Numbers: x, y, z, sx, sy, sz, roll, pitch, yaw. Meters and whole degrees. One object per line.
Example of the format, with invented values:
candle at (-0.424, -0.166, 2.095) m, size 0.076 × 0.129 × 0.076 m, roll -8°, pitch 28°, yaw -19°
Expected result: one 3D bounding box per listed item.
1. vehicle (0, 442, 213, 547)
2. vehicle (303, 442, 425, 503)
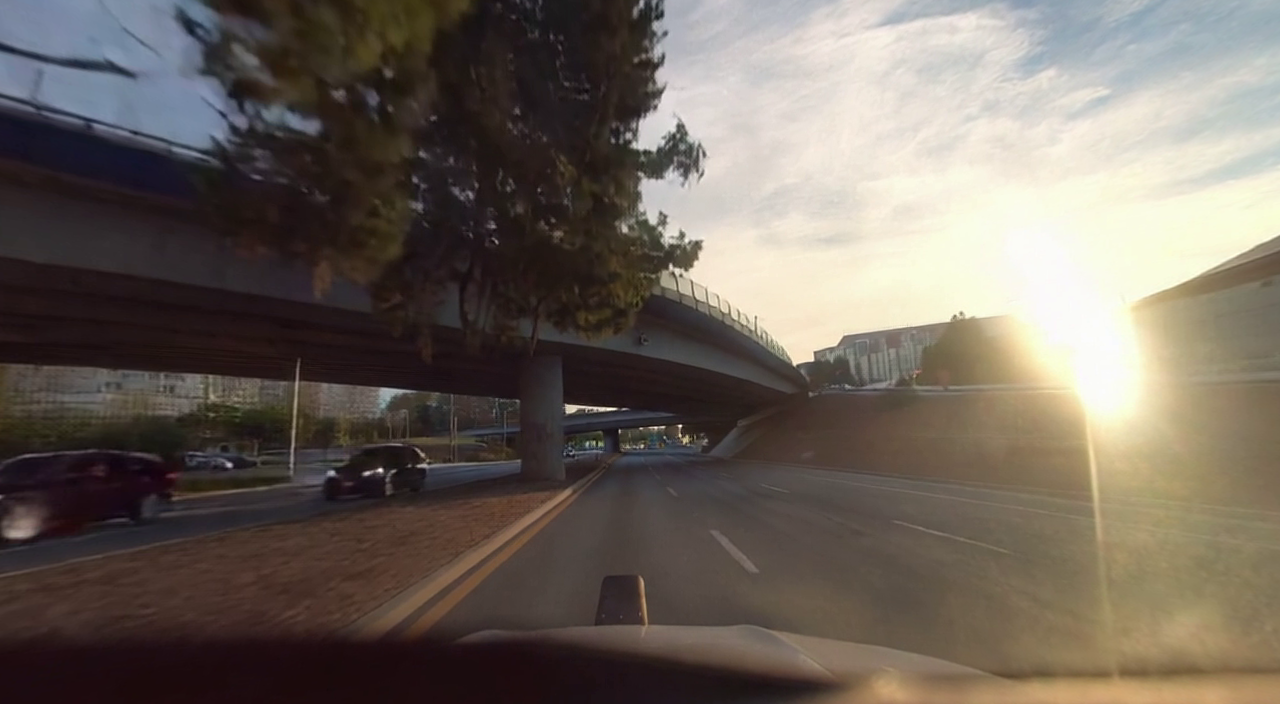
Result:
vehicle at (-11.708, 2.831, 13.278) m, size 2.123 × 1.769 × 4.886 m, roll -1°, pitch -9°, yaw -1°
vehicle at (-8.581, 3.777, 20.164) m, size 2.017 × 1.666 × 4.293 m, roll -1°, pitch -9°, yaw -1°
